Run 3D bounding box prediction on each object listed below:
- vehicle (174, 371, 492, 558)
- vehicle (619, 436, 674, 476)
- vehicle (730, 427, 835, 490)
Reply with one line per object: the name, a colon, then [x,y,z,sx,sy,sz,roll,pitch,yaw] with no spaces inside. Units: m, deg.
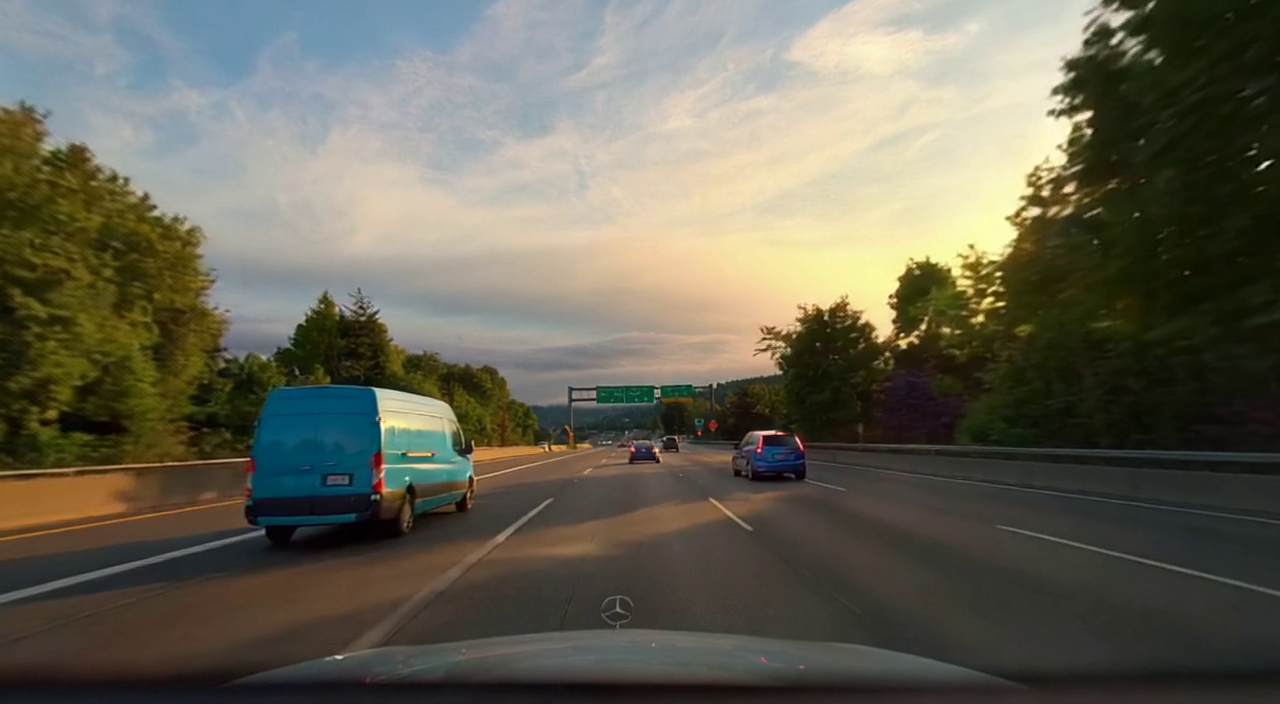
vehicle: [-3.982,1.574,9.551,2.275,2.053,5.082,0,-8,-1]
vehicle: [0.244,4.120,25.355,2.020,1.464,3.803,0,-8,0]
vehicle: [4.067,3.113,18.883,1.996,1.638,4.496,0,-8,-1]
